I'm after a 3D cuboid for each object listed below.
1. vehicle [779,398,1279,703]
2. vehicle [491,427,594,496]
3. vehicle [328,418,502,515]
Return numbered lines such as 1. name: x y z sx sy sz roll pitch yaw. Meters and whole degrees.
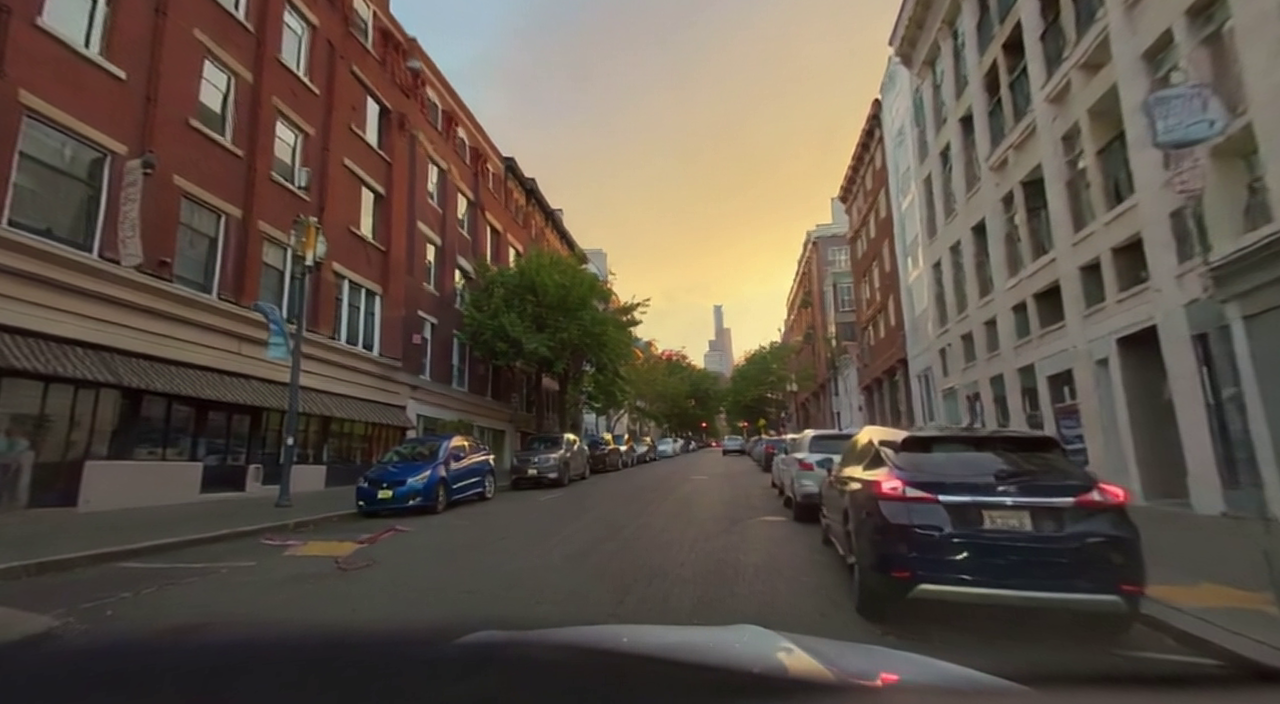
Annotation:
1. vehicle: 2.327 1.271 5.296 1.925 1.481 4.653 -1 -8 9
2. vehicle: -2.705 3.081 18.387 1.867 1.519 3.920 1 -4 8
3. vehicle: -4.088 2.095 11.993 1.875 1.564 2.982 -1 -8 8
